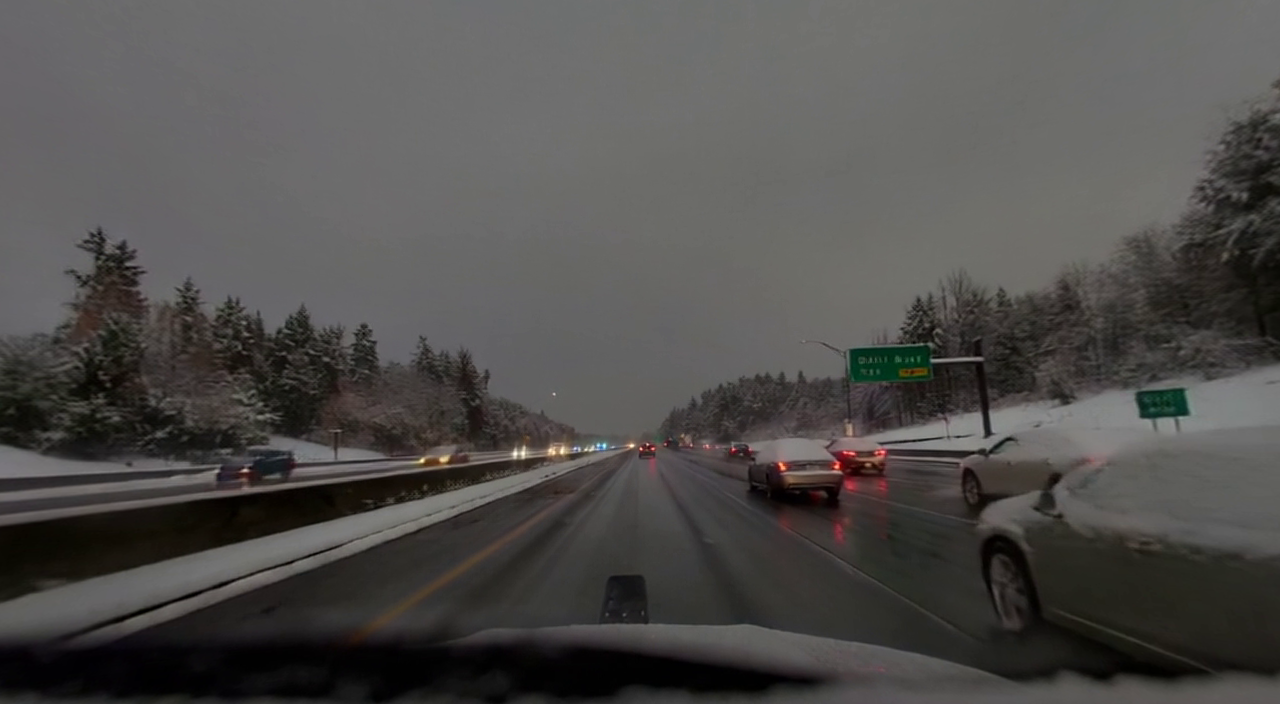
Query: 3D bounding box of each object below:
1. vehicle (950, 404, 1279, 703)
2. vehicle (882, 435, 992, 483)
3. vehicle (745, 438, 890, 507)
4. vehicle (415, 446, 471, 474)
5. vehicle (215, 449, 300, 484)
[{"bbox_3d":[3.463,0.940,2.388,2.198,1.467,4.675,0,-8,0],"label":"vehicle"},{"bbox_3d":[11.541,4.161,24.939,1.954,1.685,4.935,0,-8,0],"label":"vehicle"},{"bbox_3d":[4.284,2.994,16.256,2.223,1.483,5.075,0,-8,0],"label":"vehicle"},{"bbox_3d":[-12.825,7.014,41.350,2.123,1.698,4.656,0,-8,0],"label":"vehicle"},{"bbox_3d":[-21.130,6.318,35.076,1.945,1.756,4.348,0,-8,0],"label":"vehicle"}]
